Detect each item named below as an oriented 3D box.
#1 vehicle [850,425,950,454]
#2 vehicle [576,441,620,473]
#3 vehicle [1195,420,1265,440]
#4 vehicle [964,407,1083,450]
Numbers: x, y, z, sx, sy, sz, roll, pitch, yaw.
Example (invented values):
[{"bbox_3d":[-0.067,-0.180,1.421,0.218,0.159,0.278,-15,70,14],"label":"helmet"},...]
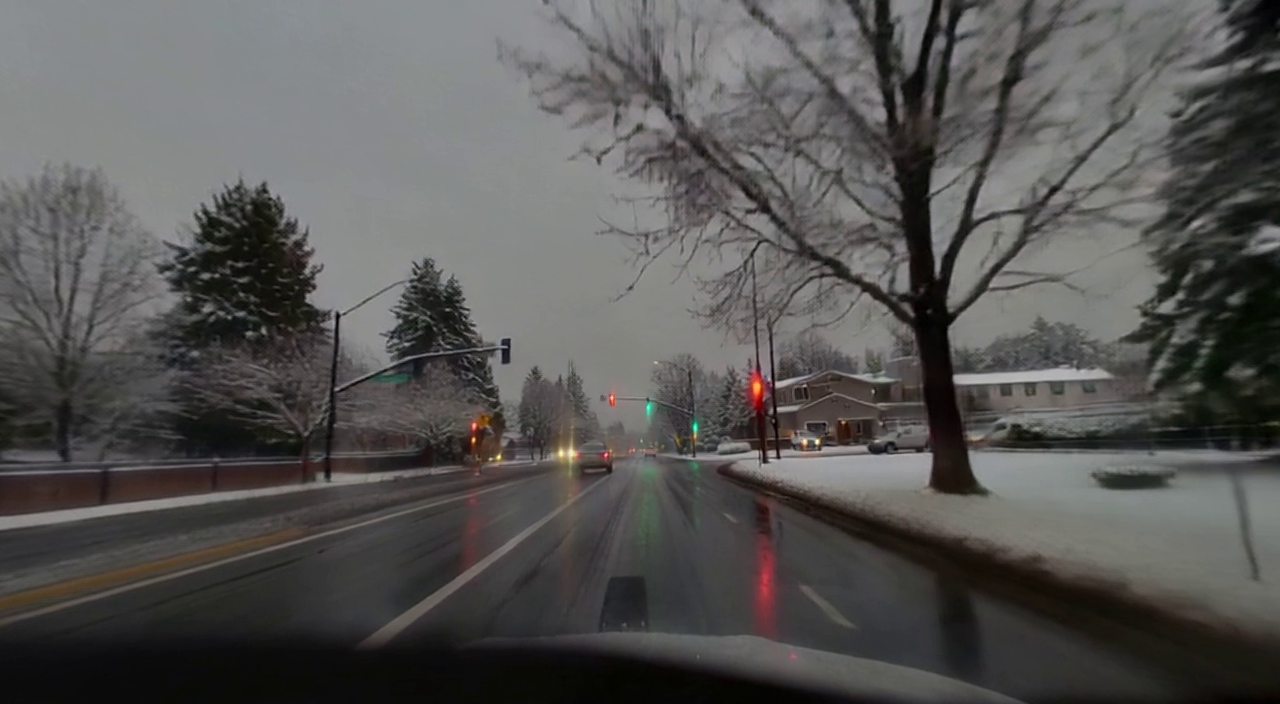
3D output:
[{"bbox_3d":[18.976,6.388,46.182,6.313,2.043,2.272,0,-9,-3],"label":"vehicle"},{"bbox_3d":[-2.345,6.012,36.444,2.084,1.701,4.734,0,-9,2],"label":"vehicle"},{"bbox_3d":[44.546,5.889,47.603,3.617,1.472,1.738,0,-9,-4],"label":"vehicle"},{"bbox_3d":[28.389,5.690,46.801,7.116,3.077,2.655,1,-9,-5],"label":"vehicle"}]
